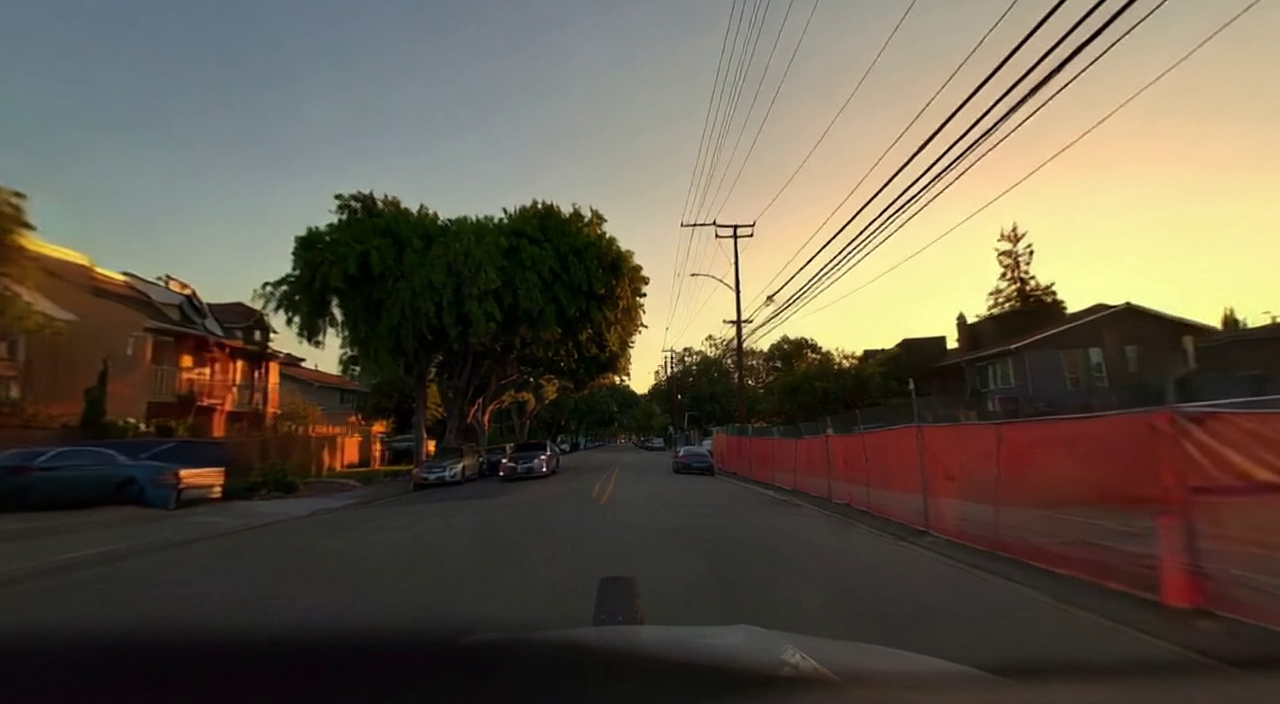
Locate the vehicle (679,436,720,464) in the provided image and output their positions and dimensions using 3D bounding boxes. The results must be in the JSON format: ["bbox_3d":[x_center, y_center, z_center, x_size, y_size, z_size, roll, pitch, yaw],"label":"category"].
[{"bbox_3d":[3.456,5.761,37.328,1.902,1.542,4.099,0,-8,-2],"label":"vehicle"}]

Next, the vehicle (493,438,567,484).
[{"bbox_3d":[-4.254,4.266,25.063,2.068,1.543,4.523,-3,-8,0],"label":"vehicle"}]

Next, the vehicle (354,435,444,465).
[{"bbox_3d":[-15.308,6.270,40.332,4.833,1.831,2.066,0,-8,-1],"label":"vehicle"}]

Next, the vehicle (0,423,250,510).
[{"bbox_3d":[-12.316,2.657,14.874,4.780,1.867,2.108,0,-8,-3],"label":"vehicle"}]

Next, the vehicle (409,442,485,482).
[{"bbox_3d":[-8.225,4.720,27.362,2.041,1.480,4.474,-2,-9,-2],"label":"vehicle"}]
